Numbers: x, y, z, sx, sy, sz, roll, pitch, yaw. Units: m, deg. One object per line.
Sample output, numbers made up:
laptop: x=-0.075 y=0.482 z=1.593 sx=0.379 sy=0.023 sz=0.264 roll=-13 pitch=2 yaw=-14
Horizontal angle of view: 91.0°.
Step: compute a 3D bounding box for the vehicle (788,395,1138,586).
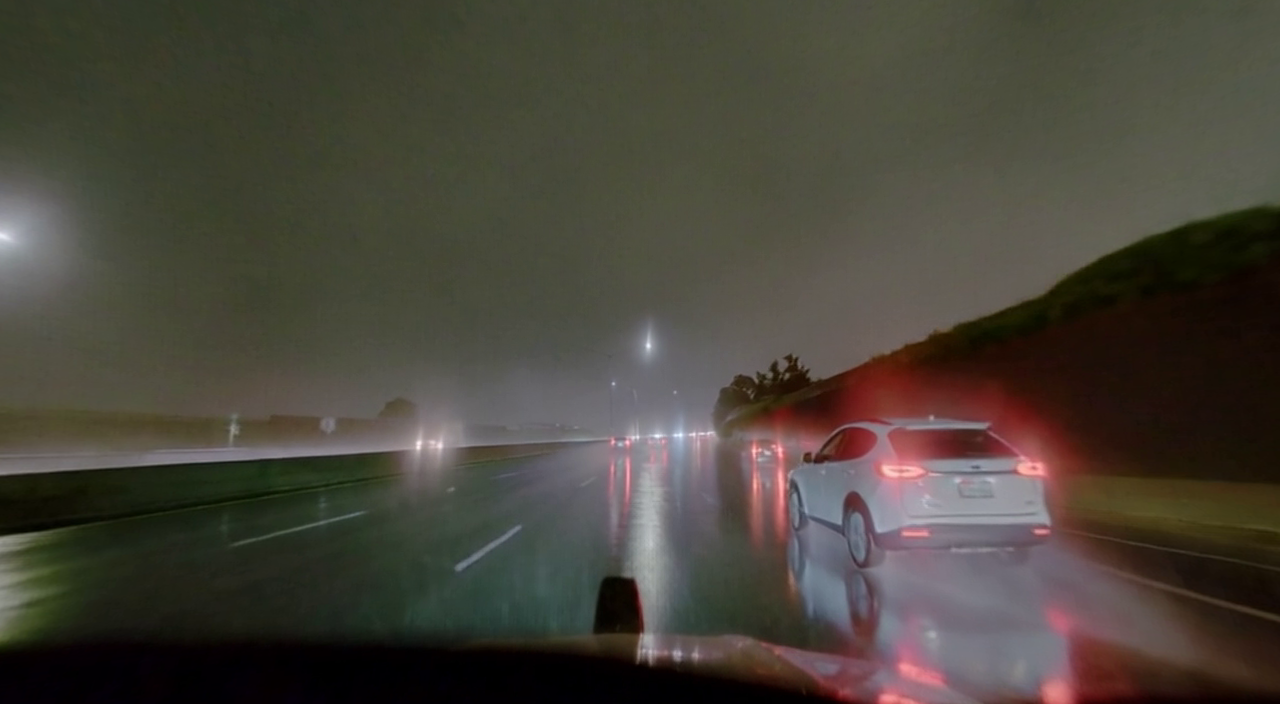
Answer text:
vehicle: x=3.451 y=1.566 z=7.919 sx=2.090 sy=1.715 sz=4.228 roll=0 pitch=-8 yaw=-1
